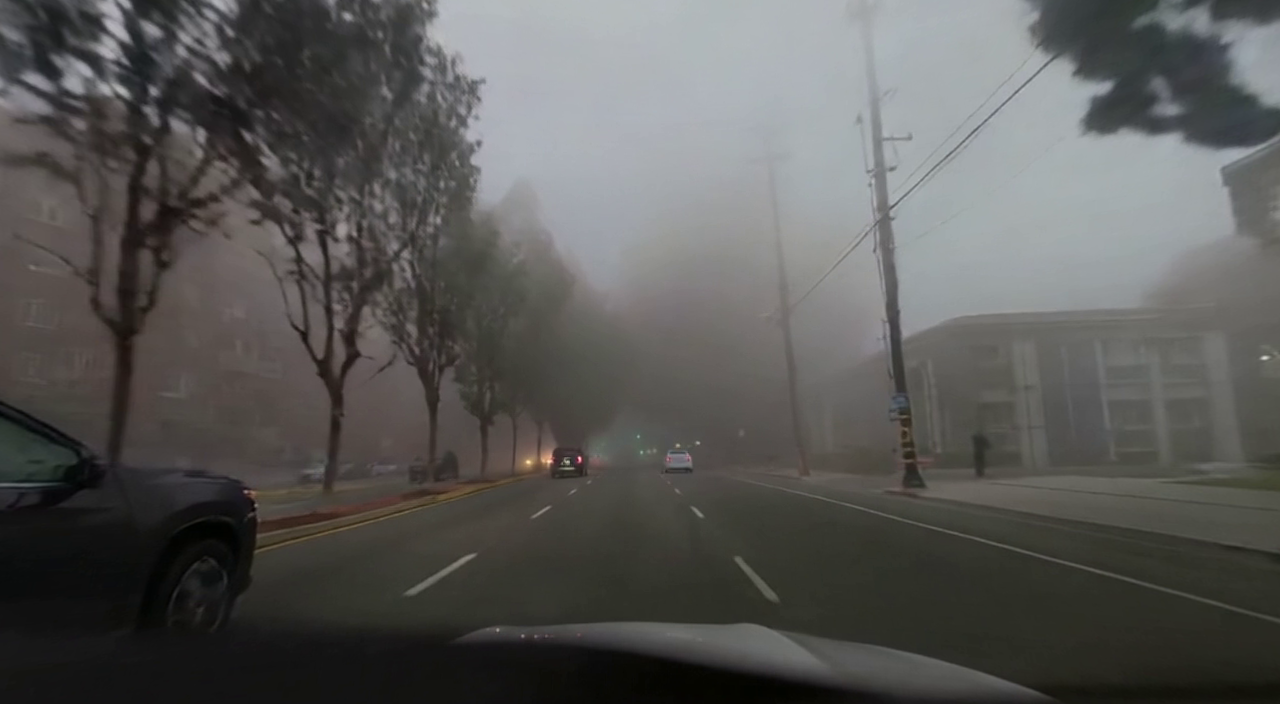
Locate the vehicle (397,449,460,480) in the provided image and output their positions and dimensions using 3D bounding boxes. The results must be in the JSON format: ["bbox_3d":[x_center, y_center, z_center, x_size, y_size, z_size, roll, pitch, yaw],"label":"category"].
[{"bbox_3d":[-12.096,6.438,36.446,1.966,1.643,4.688,0,-9,0],"label":"vehicle"}]

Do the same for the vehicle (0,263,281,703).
[{"bbox_3d":[-3.481,0.541,1.433,2.225,1.984,5.168,0,-9,1],"label":"vehicle"}]

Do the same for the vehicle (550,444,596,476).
[{"bbox_3d":[-3.705,6.052,35.618,2.083,1.685,4.069,0,-9,1],"label":"vehicle"}]

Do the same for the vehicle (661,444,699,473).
[{"bbox_3d":[2.538,6.850,40.874,2.018,1.719,4.369,0,-9,-2],"label":"vehicle"}]

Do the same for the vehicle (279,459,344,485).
[{"bbox_3d":[-22.839,8.355,44.155,2.176,1.516,4.532,-3,-8,-1],"label":"vehicle"}]
